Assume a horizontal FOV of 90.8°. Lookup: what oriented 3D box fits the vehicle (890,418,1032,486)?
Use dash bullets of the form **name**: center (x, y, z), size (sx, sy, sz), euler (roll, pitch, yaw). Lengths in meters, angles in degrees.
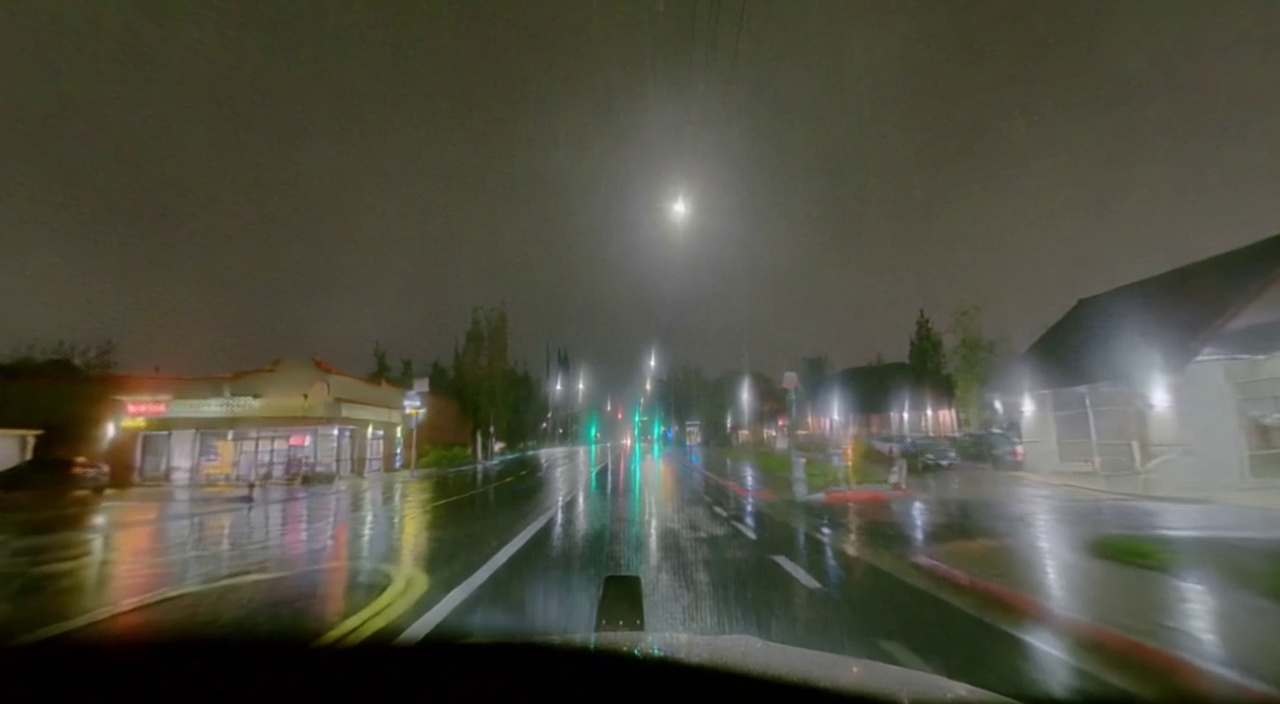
- **vehicle**: center (11.060, 3.621, 22.225), size (2.001, 1.744, 4.449), euler (-3, -14, -9)
